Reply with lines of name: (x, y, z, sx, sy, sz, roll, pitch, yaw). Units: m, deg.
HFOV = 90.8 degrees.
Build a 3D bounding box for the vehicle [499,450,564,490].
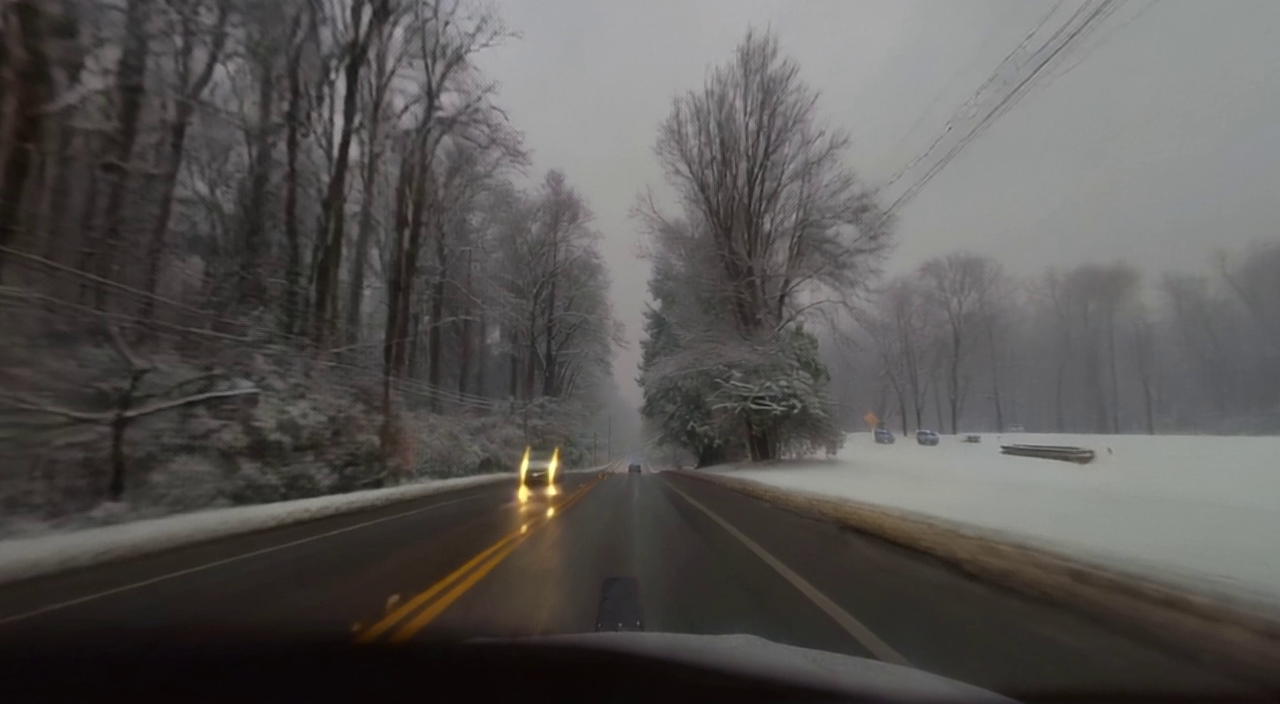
vehicle: (-4.678, 5.158, 27.983, 2.080, 1.512, 4.450, -1, -8, 0)
